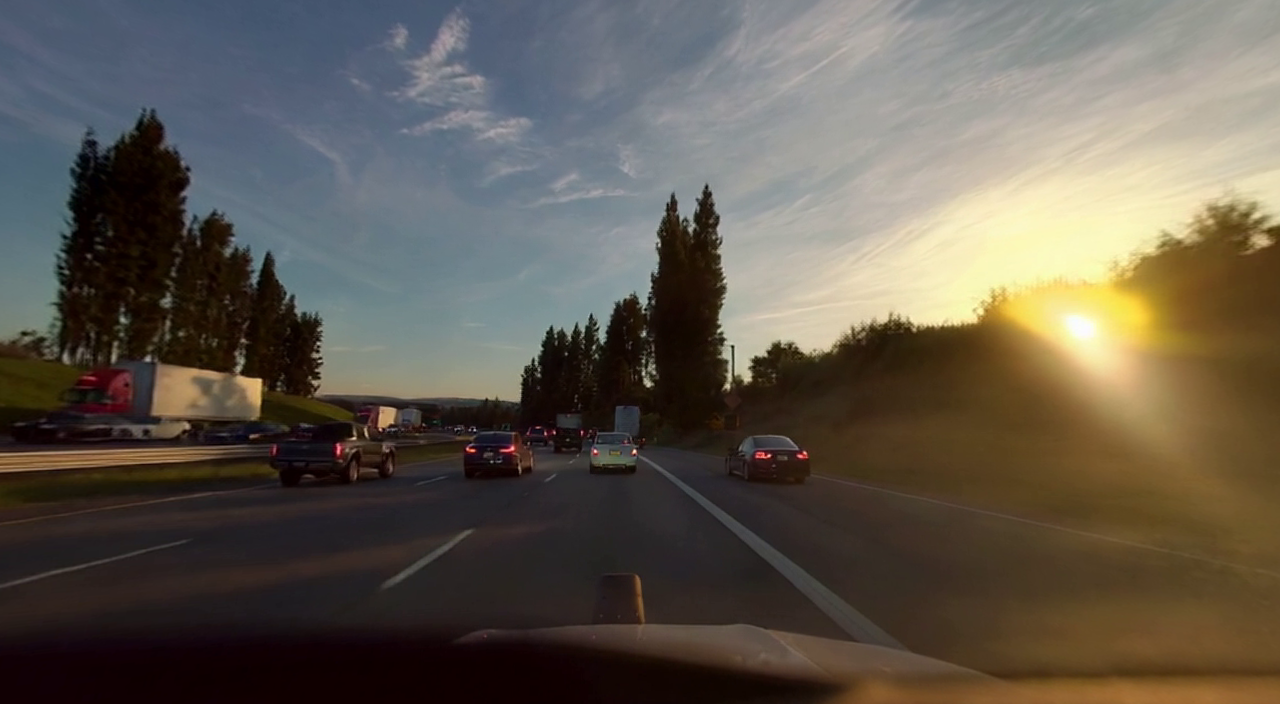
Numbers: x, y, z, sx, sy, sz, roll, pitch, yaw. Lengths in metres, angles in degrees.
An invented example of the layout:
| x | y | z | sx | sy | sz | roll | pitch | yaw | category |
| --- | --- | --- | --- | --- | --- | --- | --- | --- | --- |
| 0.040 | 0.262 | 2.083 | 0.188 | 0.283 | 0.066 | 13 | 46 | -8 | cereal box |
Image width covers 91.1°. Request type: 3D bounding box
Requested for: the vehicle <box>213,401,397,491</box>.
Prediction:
| x | y | z | sx | sy | sz | roll | pitch | yaw | category |
| --- | --- | --- | --- | --- | --- | --- | --- | --- | --- |
| -8.192 | 2.361 | 16.036 | 2.158 | 1.943 | 4.662 | 0 | -8 | -1 | vehicle |

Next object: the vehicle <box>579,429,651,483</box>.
| x | y | z | sx | sy | sz | roll | pitch | yaw | category |
| --- | --- | --- | --- | --- | --- | --- | --- | --- | --- |
| -0.735 | 3.134 | 19.296 | 1.980 | 1.478 | 3.758 | 0 | -8 | -1 | vehicle |

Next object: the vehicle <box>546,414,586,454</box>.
| x | y | z | sx | sy | sz | roll | pitch | yaw | category |
| --- | --- | --- | --- | --- | --- | --- | --- | --- | --- |
| -5.101 | 5.758 | 44.108 | 2.303 | 2.610 | 6.579 | 0 | -8 | -3 | vehicle |

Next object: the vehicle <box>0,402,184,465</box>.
| x | y | z | sx | sy | sz | roll | pitch | yaw | category |
| --- | --- | --- | --- | --- | --- | --- | --- | --- | --- |
| -15.238 | 2.290 | 17.587 | 1.831 | 1.512 | 4.273 | 0 | -8 | -2 | vehicle |

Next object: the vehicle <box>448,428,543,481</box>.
| x | y | z | sx | sy | sz | roll | pitch | yaw | category |
| --- | --- | --- | --- | --- | --- | --- | --- | --- | --- |
| -4.473 | 3.228 | 20.205 | 2.046 | 1.493 | 4.384 | 0 | -8 | 0 | vehicle |

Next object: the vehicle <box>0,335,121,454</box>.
| x | y | z | sx | sy | sz | roll | pitch | yaw | category |
| --- | --- | --- | --- | --- | --- | --- | --- | --- | --- |
| -22.980 | 1.690 | 23.144 | 2.975 | 3.953 | 5.356 | 1 | -8 | -2 | vehicle |

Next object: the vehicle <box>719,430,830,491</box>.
| x | y | z | sx | sy | sz | roll | pitch | yaw | category |
| --- | --- | --- | --- | --- | --- | --- | --- | --- | --- |
| 3.594 | 2.975 | 17.734 | 1.981 | 1.474 | 4.396 | 0 | -8 | -3 | vehicle |
